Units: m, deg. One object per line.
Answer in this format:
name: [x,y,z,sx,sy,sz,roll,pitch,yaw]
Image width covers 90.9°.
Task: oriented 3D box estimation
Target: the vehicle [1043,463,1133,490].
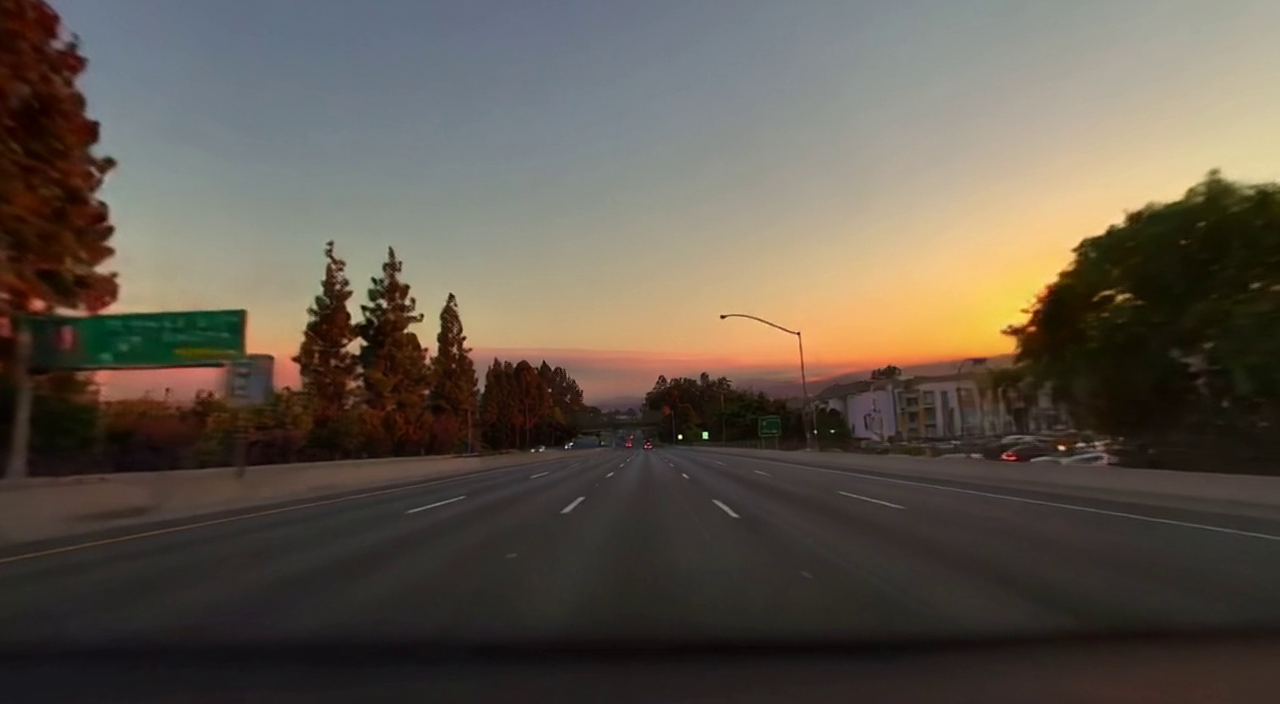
vehicle: [26.929,7.479,37.992,4.085,1.445,1.752,-1,-8,-3]
